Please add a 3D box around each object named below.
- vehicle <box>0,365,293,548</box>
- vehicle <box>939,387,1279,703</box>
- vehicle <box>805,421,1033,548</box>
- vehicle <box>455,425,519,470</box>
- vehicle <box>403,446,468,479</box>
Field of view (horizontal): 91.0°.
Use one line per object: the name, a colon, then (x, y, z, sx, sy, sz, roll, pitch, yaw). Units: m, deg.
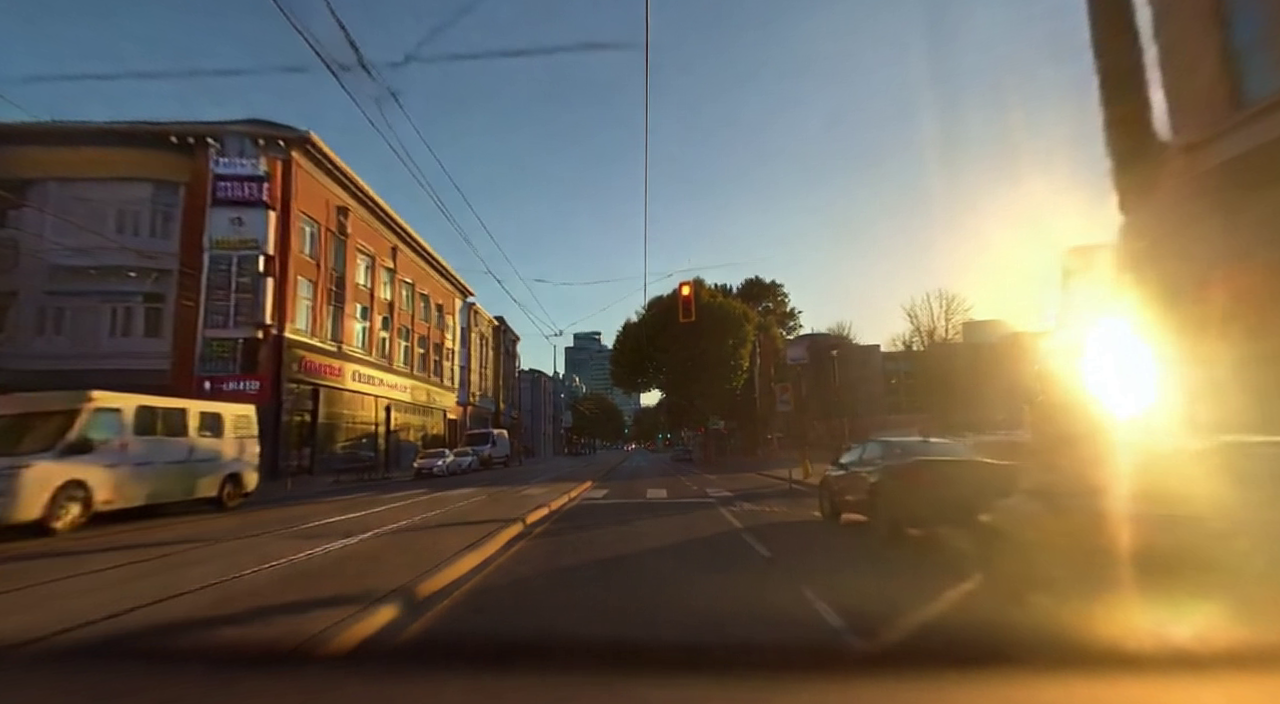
vehicle: (-10.164, 2.048, 12.770, 2.291, 2.745, 6.492, -1, -9, 2)
vehicle: (3.723, 1.072, 3.864, 1.752, 1.510, 4.191, 0, -8, 1)
vehicle: (3.930, 1.903, 9.619, 1.869, 1.557, 3.501, 0, -8, 0)
vehicle: (-10.273, 6.501, 43.089, 2.378, 2.765, 7.920, 0, -8, 0)
vehicle: (-9.905, 5.383, 30.880, 1.897, 1.464, 4.209, 0, -8, -2)
